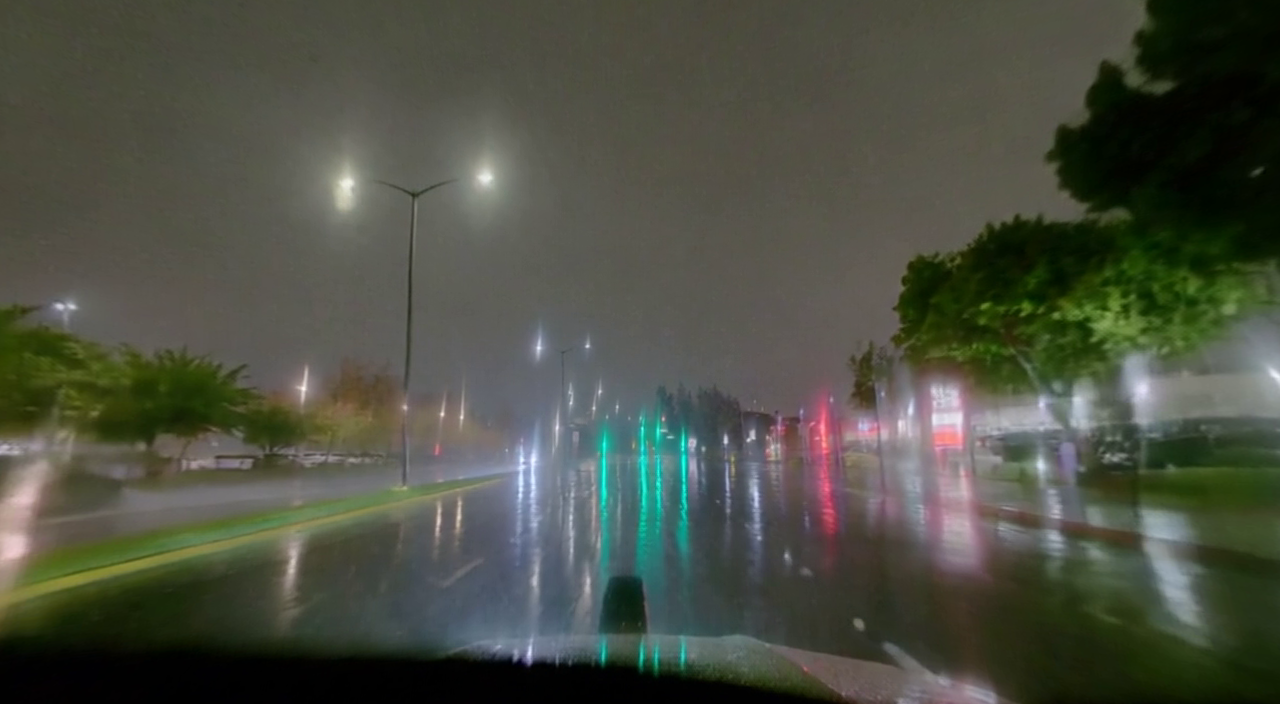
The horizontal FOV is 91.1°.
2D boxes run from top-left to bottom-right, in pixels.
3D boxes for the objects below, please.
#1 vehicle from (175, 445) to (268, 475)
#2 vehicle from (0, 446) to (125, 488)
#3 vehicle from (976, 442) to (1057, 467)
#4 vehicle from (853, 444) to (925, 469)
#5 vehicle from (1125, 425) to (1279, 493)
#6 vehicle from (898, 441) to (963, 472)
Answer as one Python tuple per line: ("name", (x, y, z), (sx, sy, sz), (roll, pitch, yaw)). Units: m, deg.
("vehicle", (-29.413, 7.572, 44.178), (5.319, 1.985, 2.410), (-2, -9, 16))
("vehicle", (-29.097, 5.642, 31.296), (2.199, 1.859, 5.442), (0, -8, -1))
("vehicle", (27.310, 7.437, 45.607), (4.478, 1.746, 2.159), (0, -8, 2))
("vehicle", (16.856, 7.016, 42.473), (4.313, 1.584, 2.282), (5, -9, -29))
("vehicle", (17.067, 3.033, 17.935), (4.720, 1.769, 2.229), (1, -9, -6))
("vehicle", (18.855, 6.734, 40.675), (3.754, 1.844, 2.002), (5, -10, -32))
